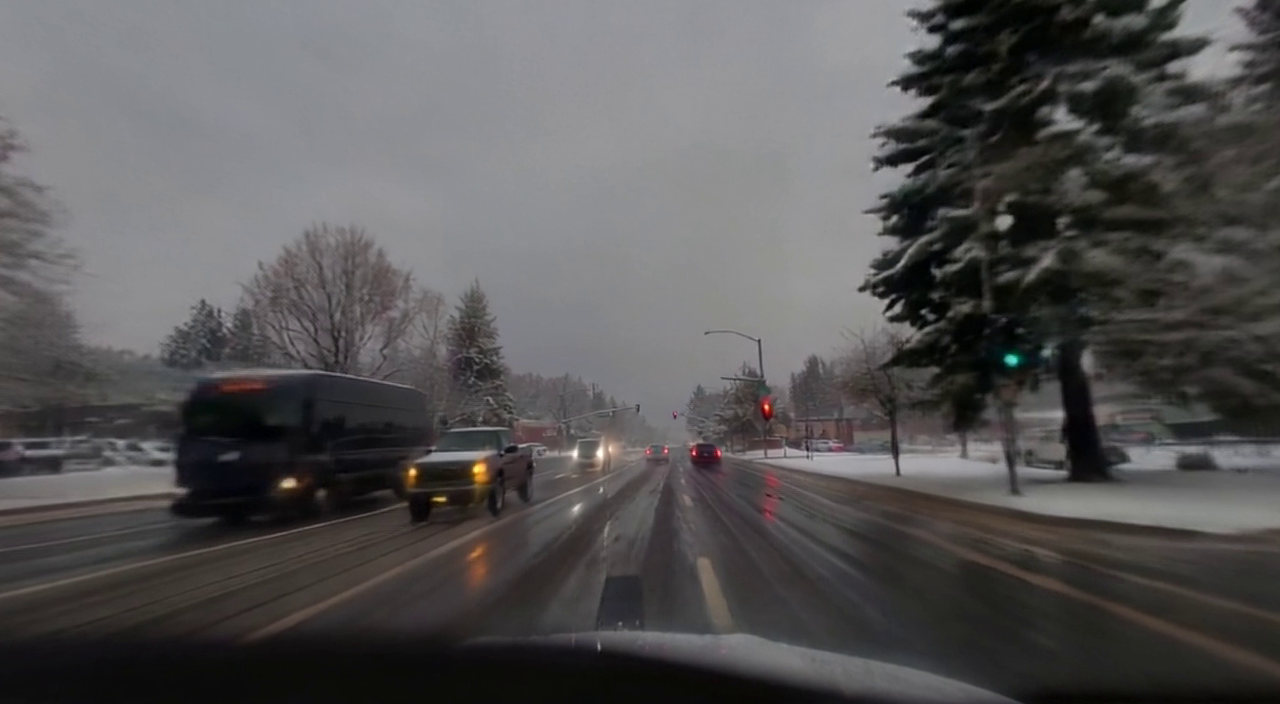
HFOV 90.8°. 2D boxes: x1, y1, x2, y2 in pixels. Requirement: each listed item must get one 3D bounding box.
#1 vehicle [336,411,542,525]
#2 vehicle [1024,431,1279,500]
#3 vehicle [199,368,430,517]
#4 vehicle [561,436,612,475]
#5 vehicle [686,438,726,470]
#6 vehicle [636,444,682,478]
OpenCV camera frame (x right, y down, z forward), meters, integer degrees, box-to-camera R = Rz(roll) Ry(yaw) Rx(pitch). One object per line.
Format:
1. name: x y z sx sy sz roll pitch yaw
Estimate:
1. vehicle: -3.853 2.390 13.612 2.298 1.905 5.777 -1 -9 3
2. vehicle: 18.349 3.801 22.881 2.618 1.565 11.353 -3 -6 4
3. vehicle: -7.458 2.222 15.542 2.251 2.944 5.835 -1 -9 3
4. vehicle: -2.606 5.219 32.045 2.092 1.779 4.468 0 -9 1
5. vehicle: 3.802 5.963 37.122 2.046 1.768 4.370 0 -9 2
6. vehicle: 0.812 4.864 28.471 1.917 1.418 3.987 0 -9 0
